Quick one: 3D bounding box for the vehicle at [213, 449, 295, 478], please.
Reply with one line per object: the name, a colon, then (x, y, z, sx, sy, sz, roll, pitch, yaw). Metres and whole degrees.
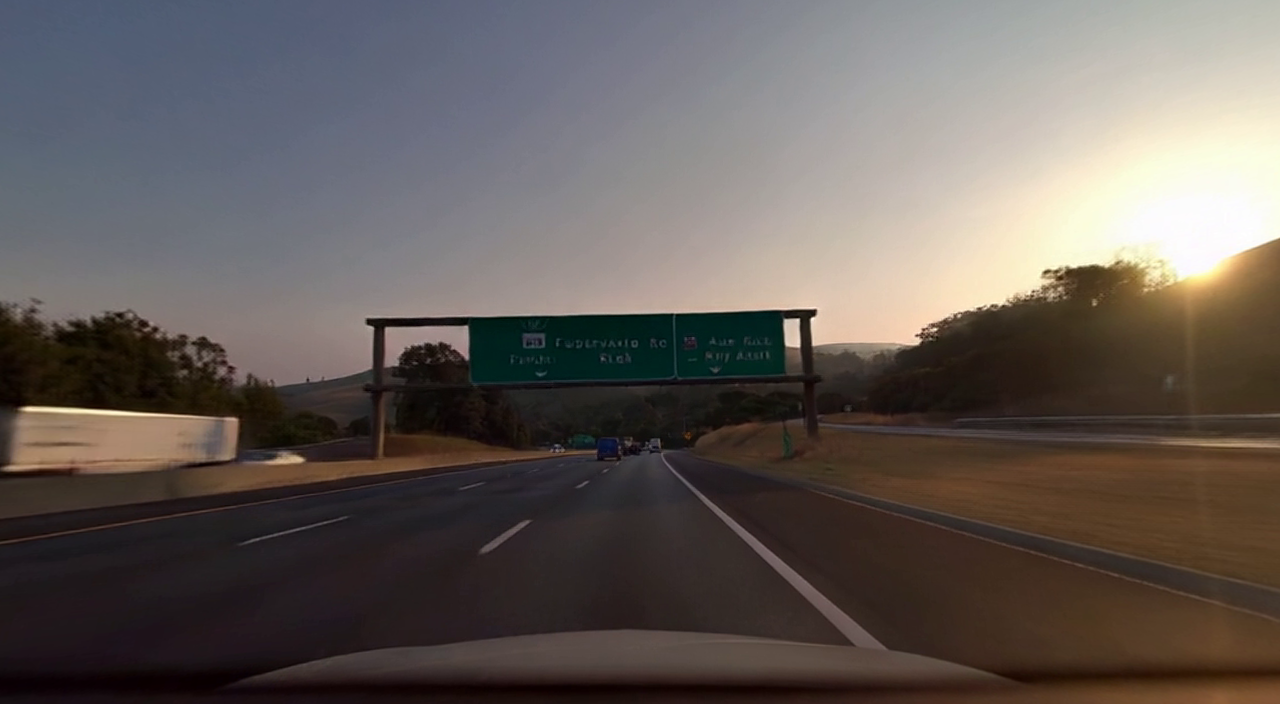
vehicle: (-25.007, 7.218, 40.905, 2.041, 1.728, 4.935, 0, -8, 2)

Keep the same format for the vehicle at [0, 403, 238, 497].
vehicle: (-30.035, 5.546, 35.955, 2.908, 4.172, 16.531, 0, -8, 1)
